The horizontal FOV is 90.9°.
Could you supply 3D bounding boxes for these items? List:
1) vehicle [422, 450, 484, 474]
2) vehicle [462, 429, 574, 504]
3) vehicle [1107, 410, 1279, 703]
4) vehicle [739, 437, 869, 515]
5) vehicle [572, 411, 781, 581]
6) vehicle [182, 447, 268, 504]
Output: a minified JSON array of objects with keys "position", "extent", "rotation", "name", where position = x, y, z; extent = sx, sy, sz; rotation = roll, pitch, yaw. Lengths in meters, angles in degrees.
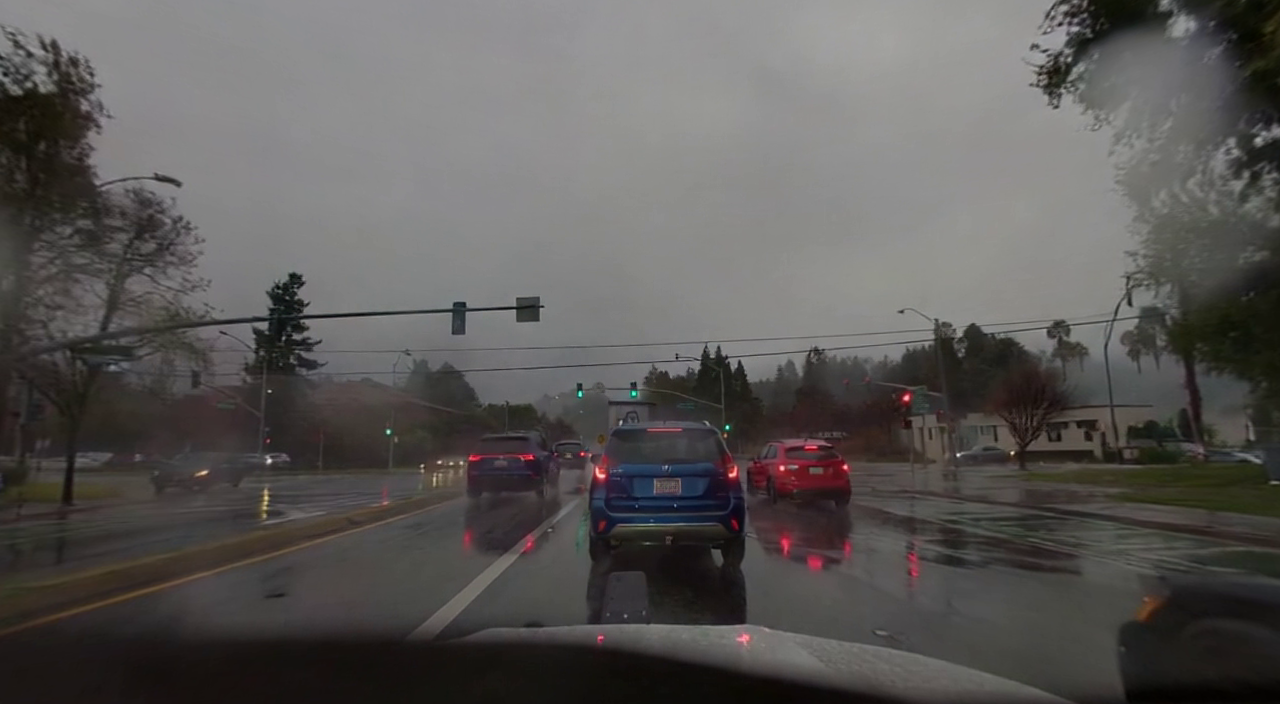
[{"position":[-12.741,7.451,42.818],"extent":[4.308,1.497,1.876],"rotation":[-7,-11,39],"name":"vehicle"},{"position":[-3.270,3.193,18.022],"extent":[2.209,1.828,4.847],"rotation":[0,-9,0],"name":"vehicle"},{"position":[3.440,0.751,0.898],"extent":[1.958,1.500,4.687],"rotation":[0,-8,0],"name":"vehicle"},{"position":[3.710,2.871,15.083],"extent":[1.954,1.592,3.992],"rotation":[0,-9,-1],"name":"vehicle"},{"position":[0.367,1.834,8.842],"extent":[2.172,1.764,4.338],"rotation":[0,-8,0],"name":"vehicle"},{"position":[-13.583,3.965,20.860],"extent":[1.926,1.636,4.395],"rotation":[4,-10,-29],"name":"vehicle"}]
